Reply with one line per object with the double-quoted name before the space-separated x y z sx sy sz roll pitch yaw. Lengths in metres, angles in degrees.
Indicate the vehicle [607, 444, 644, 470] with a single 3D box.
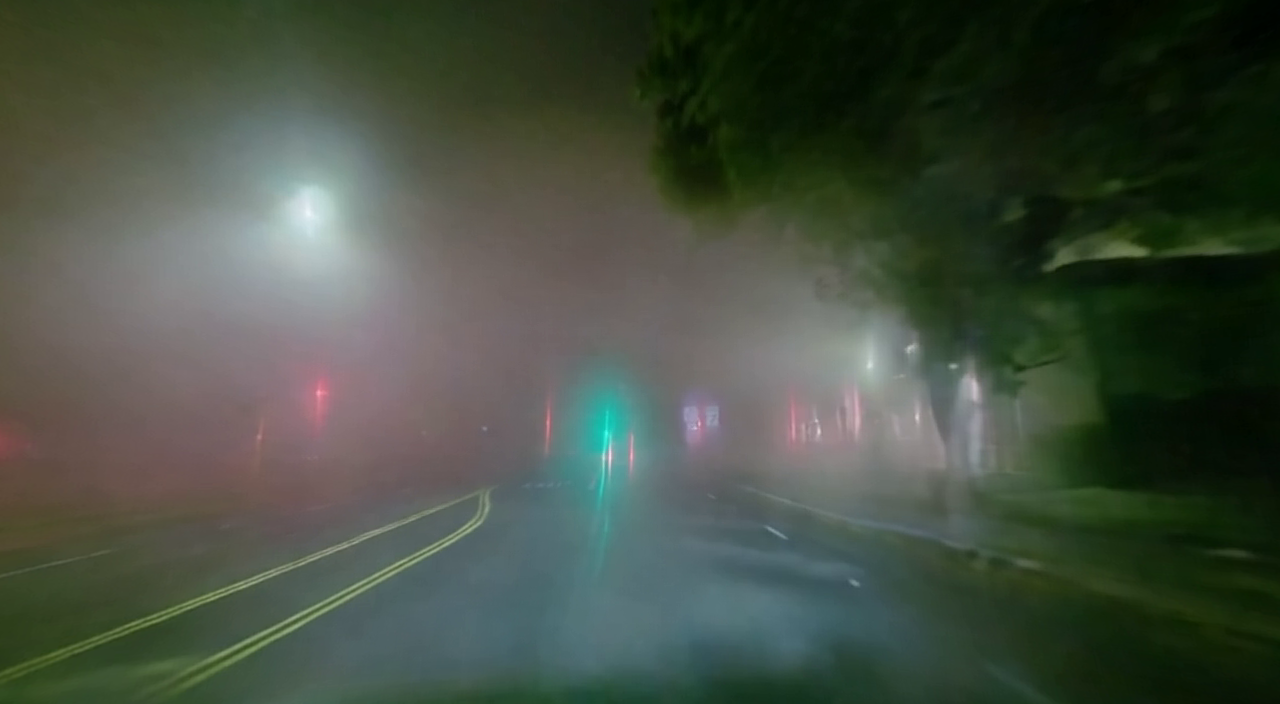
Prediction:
"vehicle" -0.928 6.405 38.671 2.131 1.474 4.146 1 -8 -3
